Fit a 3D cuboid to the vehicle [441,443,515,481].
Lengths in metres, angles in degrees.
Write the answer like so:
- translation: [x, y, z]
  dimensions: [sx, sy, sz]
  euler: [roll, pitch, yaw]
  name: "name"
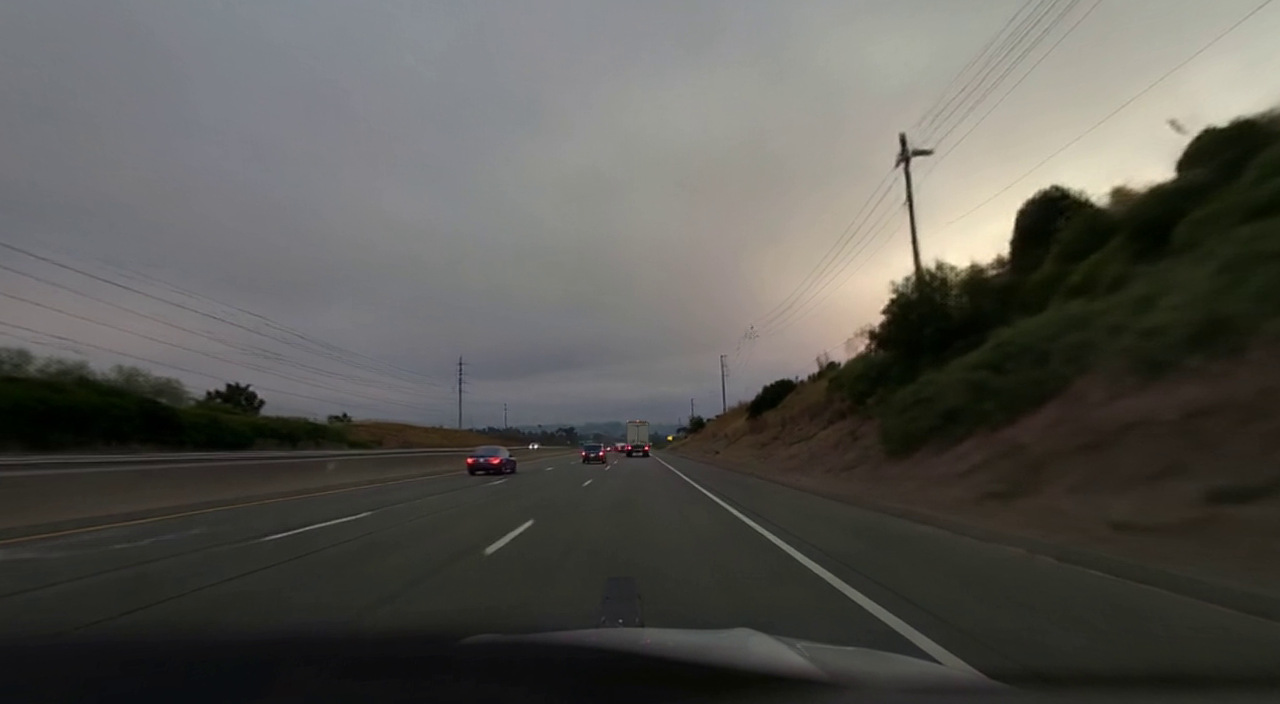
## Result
- translation: [-7.143, 4.892, 28.394]
  dimensions: [2.066, 1.558, 4.607]
  euler: [0, -9, 0]
  name: "vehicle"
